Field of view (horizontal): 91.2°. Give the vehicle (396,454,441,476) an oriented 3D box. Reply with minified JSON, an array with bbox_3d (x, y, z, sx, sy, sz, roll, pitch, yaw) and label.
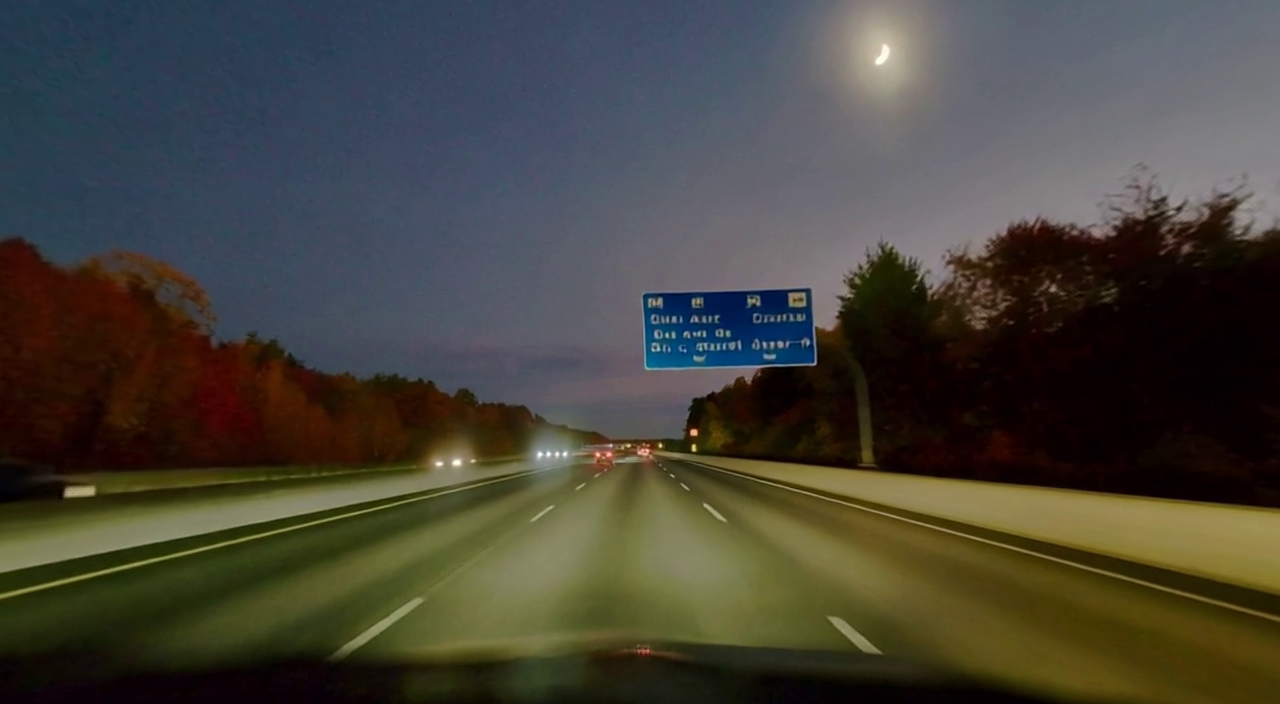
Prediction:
[{"bbox_3d":[-15.950,8.135,45.262,1.774,1.472,3.859,0,-9,0],"label":"vehicle"}]

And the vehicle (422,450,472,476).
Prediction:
[{"bbox_3d":[-12.042,6.925,39.323,1.858,1.503,4.015,0,-9,0],"label":"vehicle"}]
